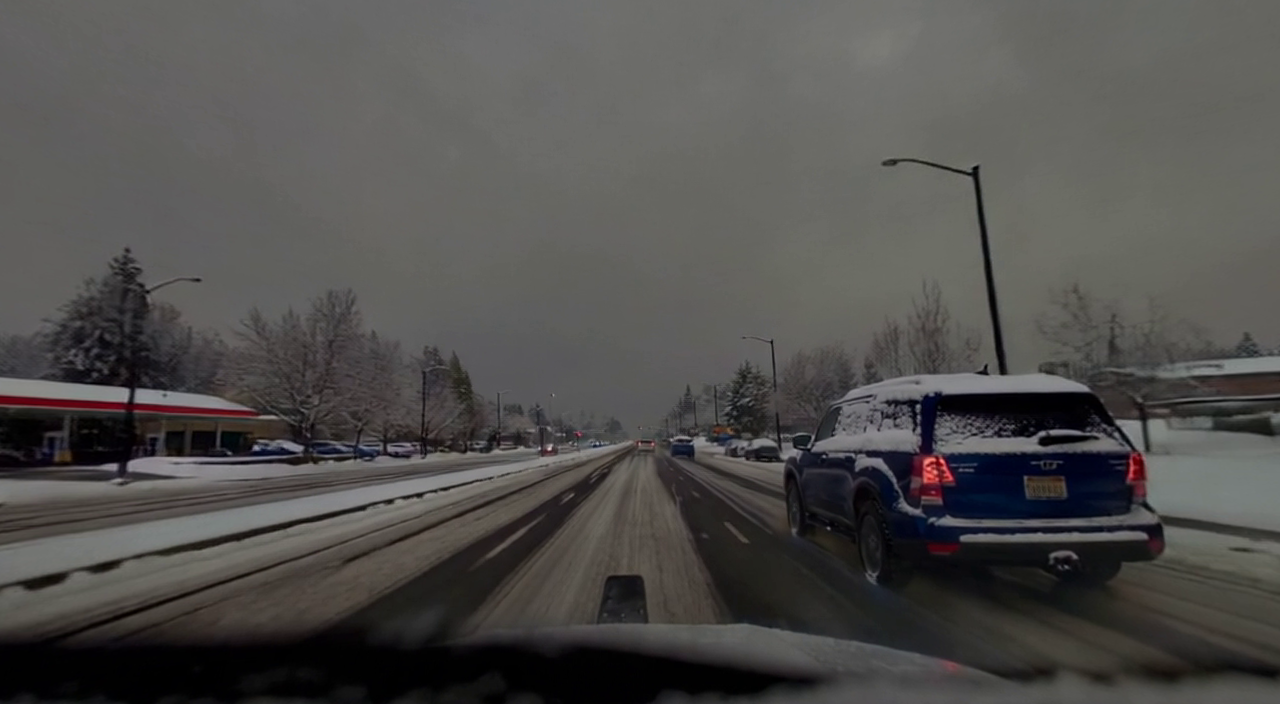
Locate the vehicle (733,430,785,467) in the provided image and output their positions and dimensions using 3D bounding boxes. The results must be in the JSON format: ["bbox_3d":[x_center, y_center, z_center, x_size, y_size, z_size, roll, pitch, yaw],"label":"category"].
[{"bbox_3d":[7.474,6.156,40.071,2.220,2.147,6.392,0,-8,1],"label":"vehicle"}]

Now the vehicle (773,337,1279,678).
[{"bbox_3d":[2.932,1.228,6.072,2.246,1.963,4.777,0,-8,0],"label":"vehicle"}]

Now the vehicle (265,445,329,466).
[{"bbox_3d":[-26.157,7.890,47.909,3.765,1.559,1.915,0,-8,2],"label":"vehicle"}]

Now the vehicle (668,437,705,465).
[{"bbox_3d":[3.202,6.948,44.233,2.317,1.857,5.150,0,-8,1],"label":"vehicle"}]
